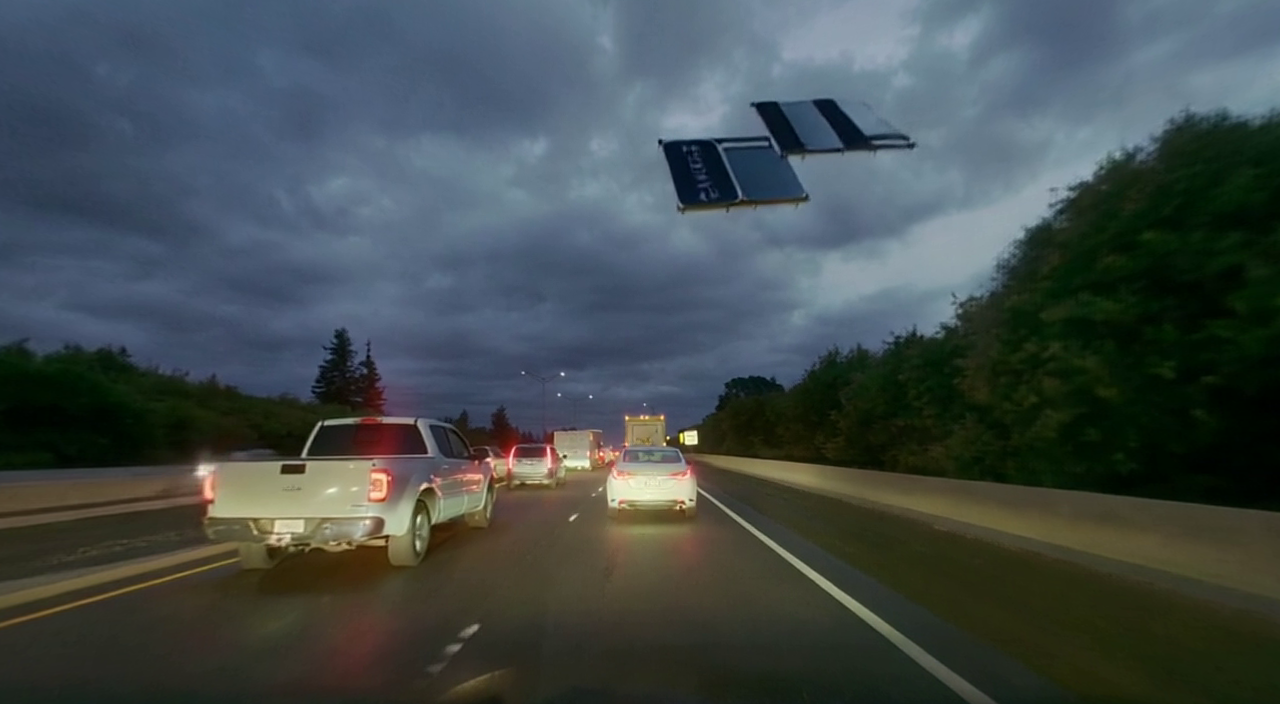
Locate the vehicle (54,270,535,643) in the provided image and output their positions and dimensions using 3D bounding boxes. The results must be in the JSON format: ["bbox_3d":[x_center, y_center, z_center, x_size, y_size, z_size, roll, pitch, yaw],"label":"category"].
[{"bbox_3d":[-3.068,1.236,8.068,2.289,2.757,6.726,0,-9,0],"label":"vehicle"}]

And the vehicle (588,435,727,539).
[{"bbox_3d":[0.233,2.277,11.169,2.063,1.507,3.488,0,-9,-1],"label":"vehicle"}]
